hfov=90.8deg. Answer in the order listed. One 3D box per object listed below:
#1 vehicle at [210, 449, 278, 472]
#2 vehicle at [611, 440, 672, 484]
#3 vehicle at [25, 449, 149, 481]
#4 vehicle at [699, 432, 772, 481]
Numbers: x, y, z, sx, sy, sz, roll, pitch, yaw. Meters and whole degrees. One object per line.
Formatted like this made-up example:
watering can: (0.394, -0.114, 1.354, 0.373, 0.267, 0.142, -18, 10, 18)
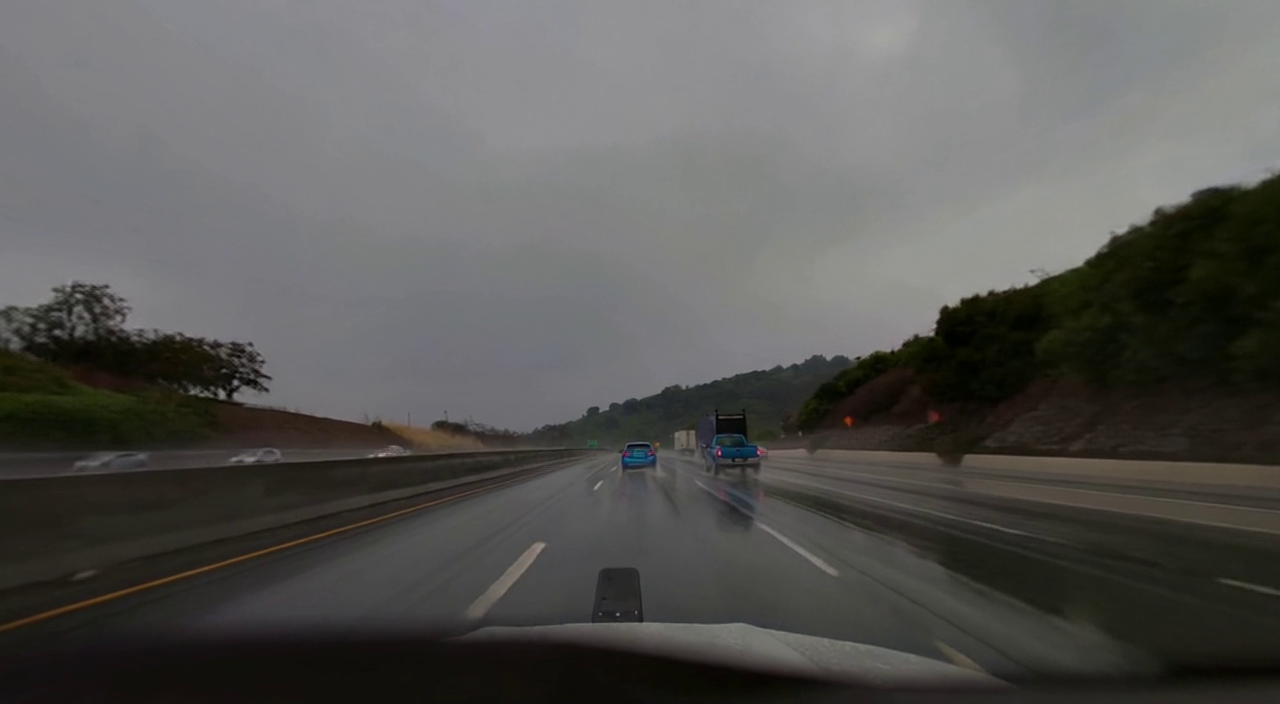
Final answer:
vehicle: (-27.848, 7.597, 44.629, 1.844, 1.471, 4.802, 0, -8, -1)
vehicle: (-0.008, 4.073, 23.592, 2.083, 1.477, 3.965, 0, -9, -1)
vehicle: (-31.608, 6.436, 36.439, 2.105, 1.655, 5.611, 0, -8, 0)
vehicle: (3.740, 4.213, 25.682, 2.098, 1.794, 4.561, 0, -9, -2)
